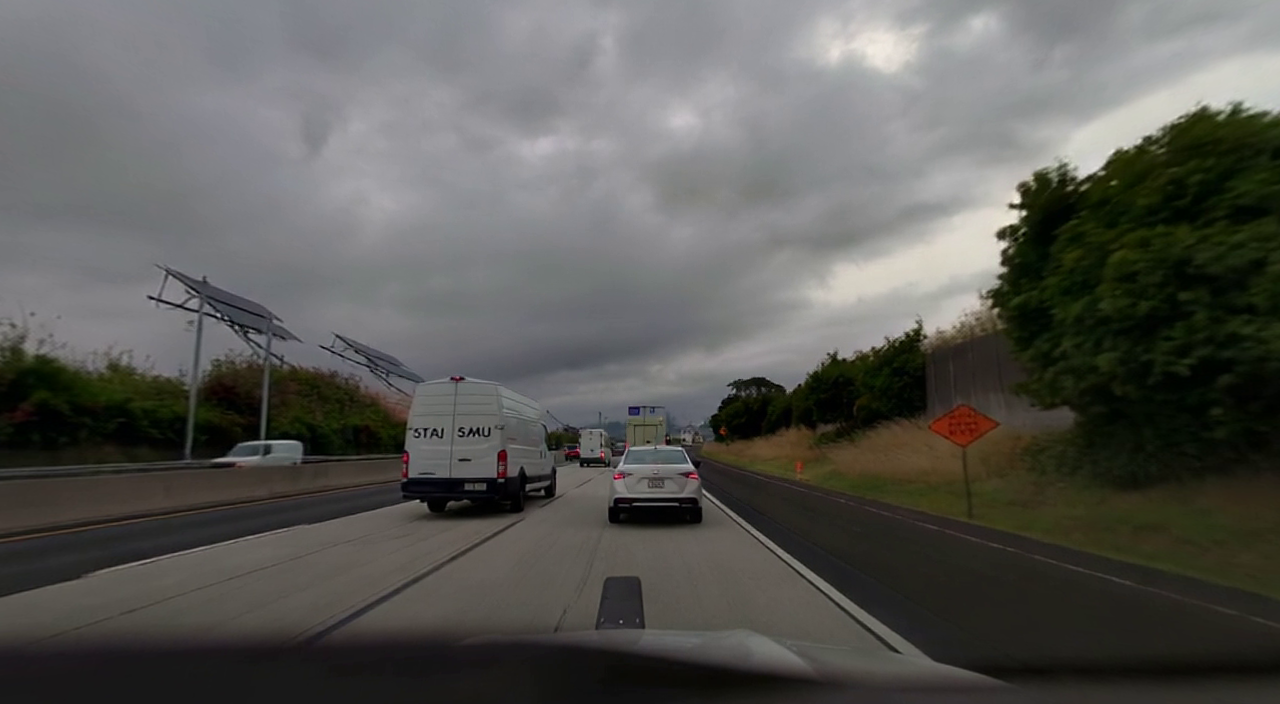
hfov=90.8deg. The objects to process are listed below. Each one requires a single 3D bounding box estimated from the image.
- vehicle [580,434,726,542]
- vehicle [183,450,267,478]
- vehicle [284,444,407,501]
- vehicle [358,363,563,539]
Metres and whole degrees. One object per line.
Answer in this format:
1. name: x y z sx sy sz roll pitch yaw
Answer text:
1. vehicle: 0.173 2.194 10.732 2.063 1.507 3.488 0 -9 0
2. vehicle: -22.987 6.219 35.154 1.790 1.438 4.160 0 -9 1
3. vehicle: -8.477 3.476 18.527 1.876 1.482 3.539 0 -9 0
4. vehicle: -3.231 2.064 13.384 2.289 2.757 6.726 0 -9 1
